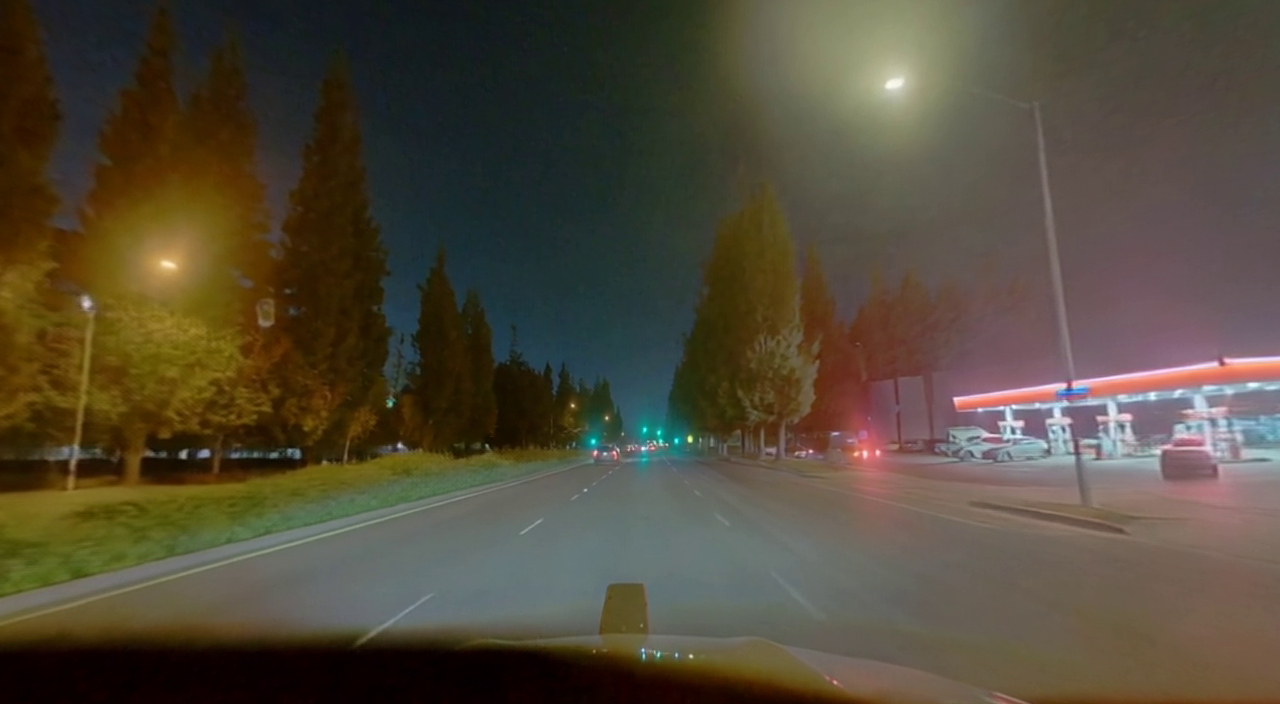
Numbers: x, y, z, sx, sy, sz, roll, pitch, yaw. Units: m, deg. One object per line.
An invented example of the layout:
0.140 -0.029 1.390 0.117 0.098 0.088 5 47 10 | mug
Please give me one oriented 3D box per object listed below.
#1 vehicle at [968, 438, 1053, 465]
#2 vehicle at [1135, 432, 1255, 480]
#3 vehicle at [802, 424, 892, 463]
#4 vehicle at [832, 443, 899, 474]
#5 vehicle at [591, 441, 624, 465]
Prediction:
21.465 5.751 36.445 4.674 1.471 1.954 4 -10 -28 | vehicle
21.362 3.953 24.230 4.484 1.697 1.959 5 -10 -30 | vehicle
15.311 6.808 46.869 5.820 2.752 2.234 0 -9 -1 | vehicle
11.804 5.572 33.312 1.967 1.500 4.353 -1 -9 1 | vehicle
-2.475 7.860 49.168 2.196 1.801 4.542 0 -9 1 | vehicle
